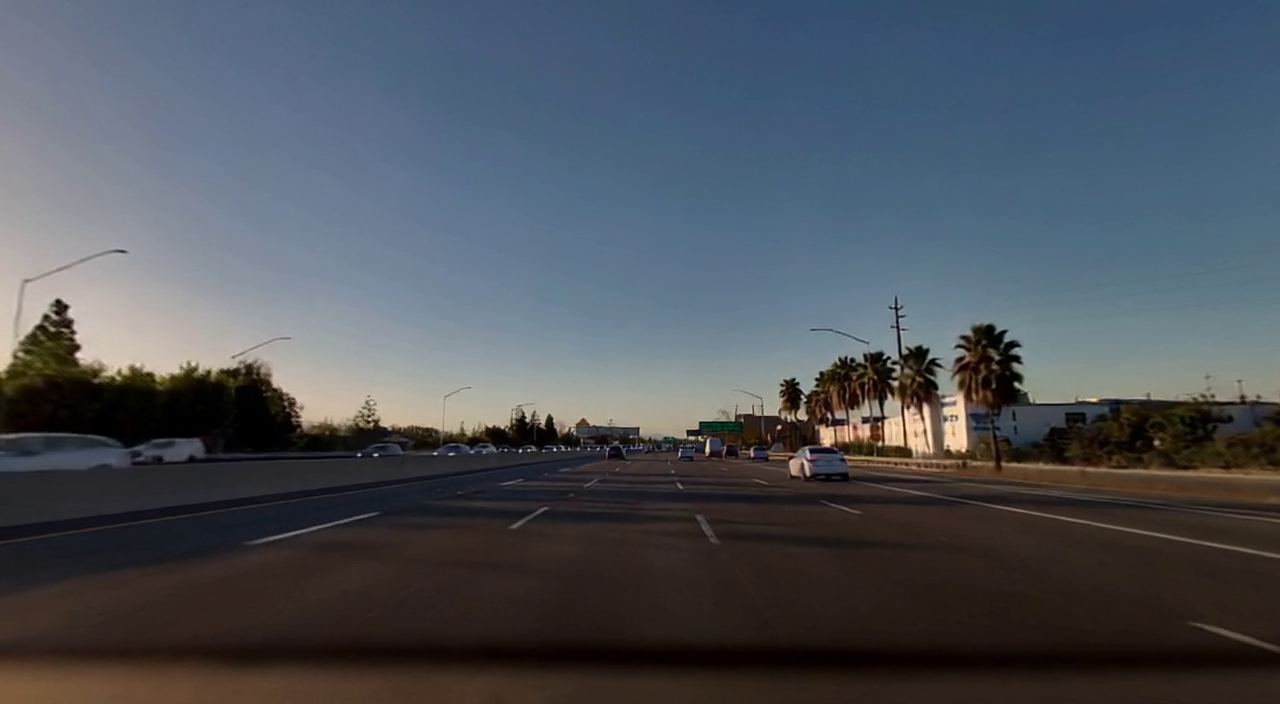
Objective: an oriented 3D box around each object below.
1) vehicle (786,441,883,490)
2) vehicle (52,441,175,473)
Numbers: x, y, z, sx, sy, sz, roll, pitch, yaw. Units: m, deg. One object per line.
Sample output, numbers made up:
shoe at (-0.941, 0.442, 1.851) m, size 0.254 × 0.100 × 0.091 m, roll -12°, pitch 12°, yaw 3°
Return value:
vehicle at (6.861, 4.039, 22.872) m, size 2.071 × 1.543 × 4.702 m, roll 0°, pitch -8°, yaw 1°
vehicle at (-25.456, 5.068, 30.748) m, size 1.804 × 1.447 × 4.646 m, roll -1°, pitch -8°, yaw 3°
